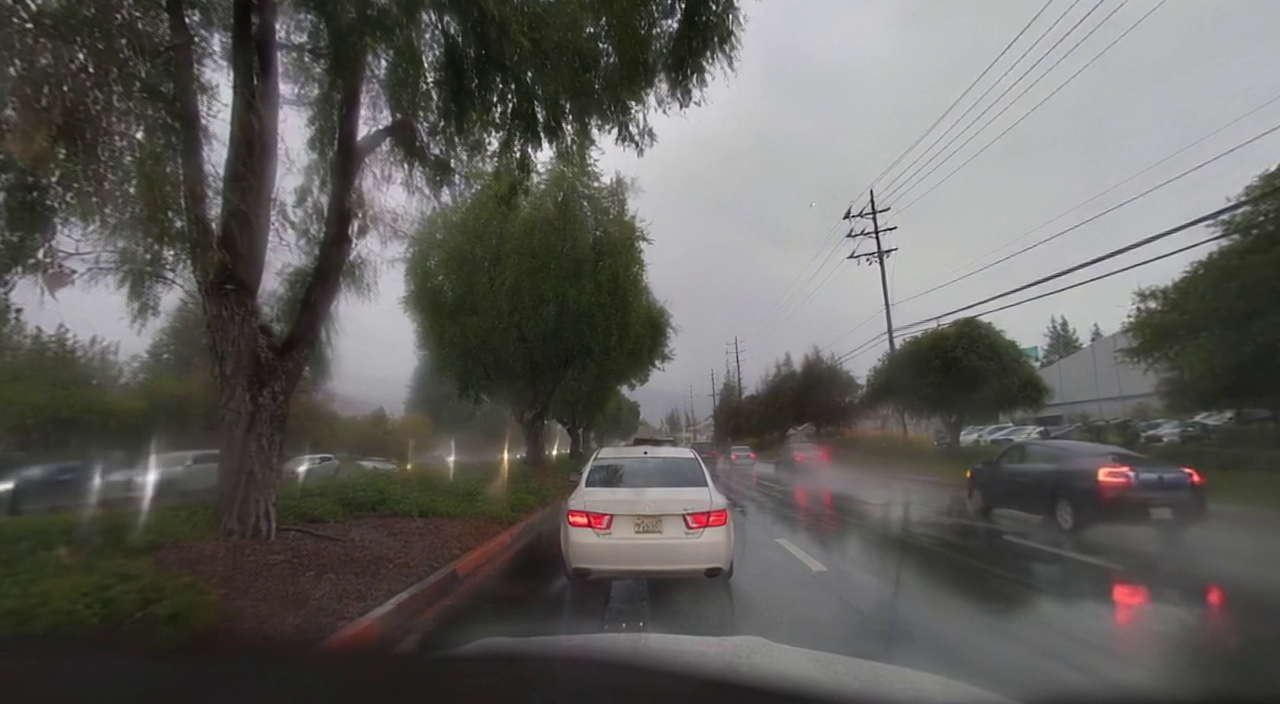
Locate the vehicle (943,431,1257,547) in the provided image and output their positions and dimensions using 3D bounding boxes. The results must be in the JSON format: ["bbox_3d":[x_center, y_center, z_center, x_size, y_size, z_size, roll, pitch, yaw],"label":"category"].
[{"bbox_3d":[7.046,2.102,10.448,1.850,1.480,4.474,0,-8,0],"label":"vehicle"}]

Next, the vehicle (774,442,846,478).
[{"bbox_3d":[7.496,4.791,28.280,1.899,1.458,4.499,0,-8,0],"label":"vehicle"}]

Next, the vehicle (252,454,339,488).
[{"bbox_3d":[-16.694,5.754,30.854,1.856,1.452,4.530,0,-8,-3],"label":"vehicle"}]

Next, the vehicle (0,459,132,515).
[{"bbox_3d":[-19.334,4.307,20.518,1.853,1.489,4.449,0,-8,0],"label":"vehicle"}]

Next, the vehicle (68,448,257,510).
[{"bbox_3d":[-14.992,3.978,20.302,2.291,1.682,4.835,0,-8,0],"label":"vehicle"}]

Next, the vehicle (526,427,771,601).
[{"bbox_3d":[0.069,1.694,7.476,2.108,1.479,3.935,0,-8,0],"label":"vehicle"}]

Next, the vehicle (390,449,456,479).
[{"bbox_3d":[-11.835,6.125,34.716,1.988,1.486,4.586,0,-8,1],"label":"vehicle"}]
